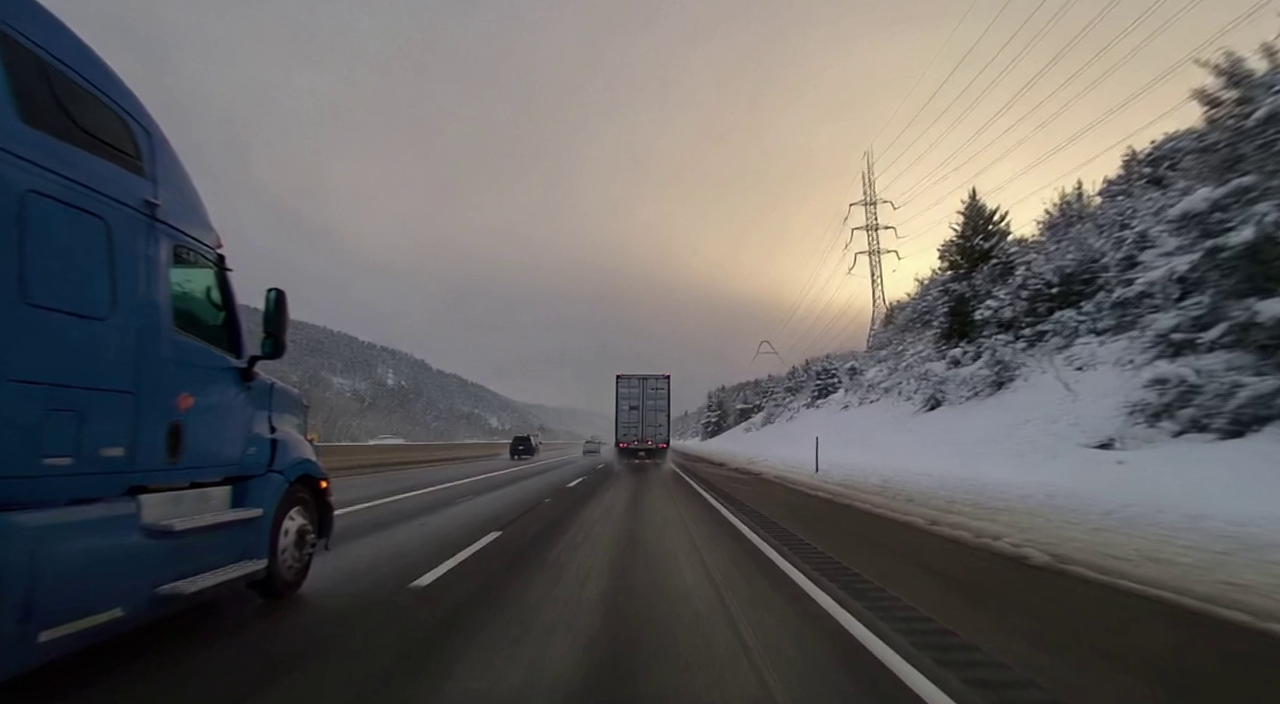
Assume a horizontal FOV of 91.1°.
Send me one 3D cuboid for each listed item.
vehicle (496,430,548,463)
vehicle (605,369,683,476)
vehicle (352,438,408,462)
[{"bbox_3d":[-7.205,5.852,38.823,2.214,1.899,4.719,0,-8,1],"label":"vehicle"},{"bbox_3d":[0.101,3.558,30.121,3.006,4.120,11.586,0,-8,0],"label":"vehicle"},{"bbox_3d":[-17.420,6.576,42.286,1.957,1.492,4.092,0,-8,0],"label":"vehicle"}]
